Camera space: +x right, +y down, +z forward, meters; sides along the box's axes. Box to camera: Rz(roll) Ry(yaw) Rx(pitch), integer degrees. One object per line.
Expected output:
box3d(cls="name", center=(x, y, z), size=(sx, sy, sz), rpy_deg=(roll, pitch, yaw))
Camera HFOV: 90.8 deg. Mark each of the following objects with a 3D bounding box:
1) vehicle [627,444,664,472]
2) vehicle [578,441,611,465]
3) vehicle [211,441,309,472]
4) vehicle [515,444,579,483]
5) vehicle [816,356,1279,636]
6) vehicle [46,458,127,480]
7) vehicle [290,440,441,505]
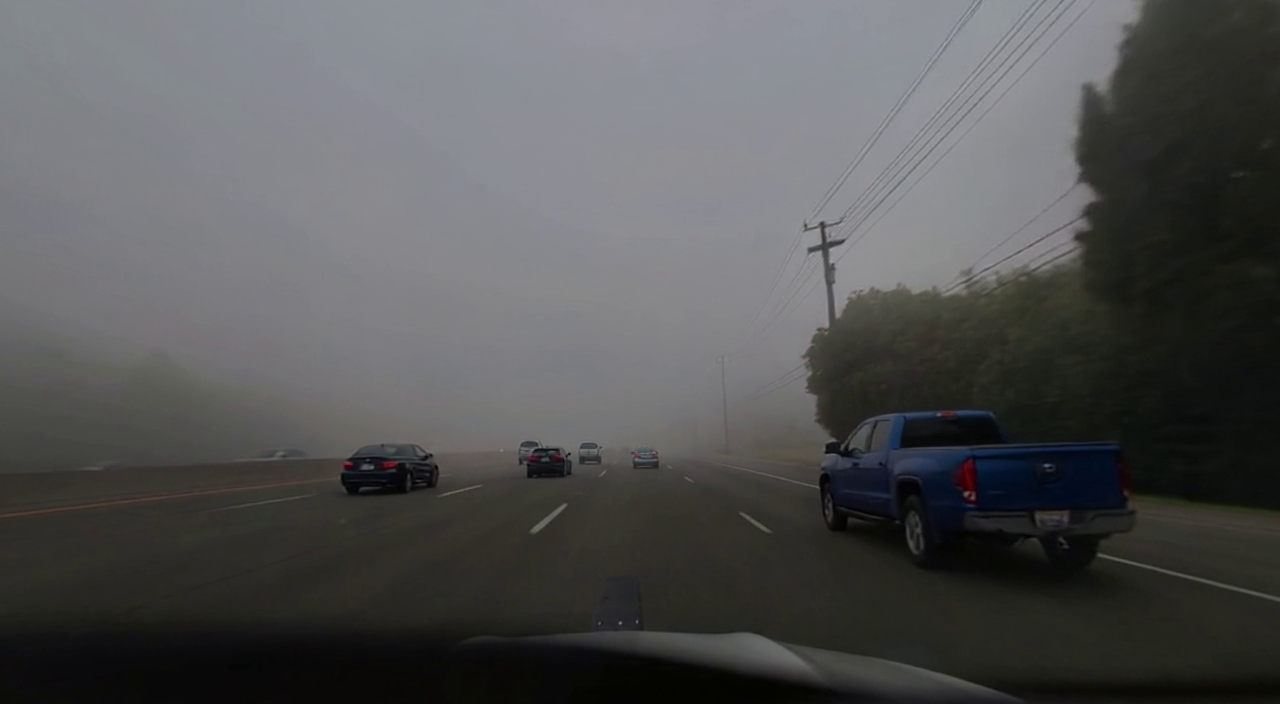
box3d(cls="vehicle", center=(0.300, 6.014, 36.049), size=(2.030, 1.471, 4.115), rpy_deg=(0, -9, 0))
box3d(cls="vehicle", center=(-3.438, 7.732, 48.453), size=(2.244, 1.752, 4.439), rpy_deg=(0, -9, 0))
box3d(cls="vehicle", center=(-22.792, 6.307, 38.294), size=(2.148, 1.720, 6.182), rpy_deg=(0, -9, 0))
box3d(cls="vehicle", center=(-3.680, 4.484, 25.675), size=(1.938, 1.444, 4.206), rpy_deg=(0, -9, 0))
box3d(cls="vehicle", center=(3.865, 1.365, 6.974), size=(2.231, 1.919, 5.086), rpy_deg=(0, -9, -2))
box3d(cls="vehicle", center=(-42.143, 8.932, 48.284), size=(1.836, 1.503, 4.782), rpy_deg=(0, -9, 0))
box3d(cls="vehicle", center=(-7.095, 3.144, 16.998), size=(1.959, 1.496, 4.740), rpy_deg=(0, -9, 0))
